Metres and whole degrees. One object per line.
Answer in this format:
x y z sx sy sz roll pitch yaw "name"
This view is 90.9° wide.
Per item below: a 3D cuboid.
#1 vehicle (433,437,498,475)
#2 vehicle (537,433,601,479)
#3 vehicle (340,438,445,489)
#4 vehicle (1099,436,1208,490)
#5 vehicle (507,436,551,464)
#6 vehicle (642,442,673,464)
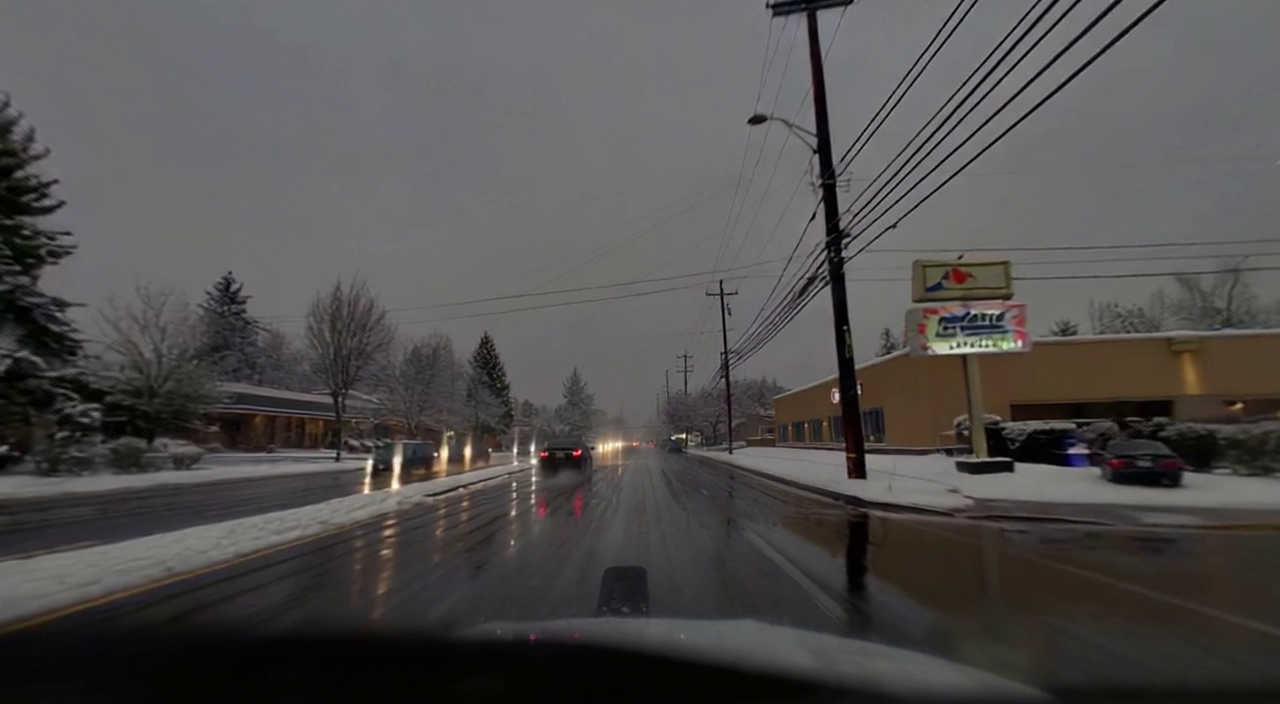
-7.969 4.773 29.153 1.795 1.607 4.059 0 -8 1 "vehicle"
-2.754 4.165 25.405 2.047 1.664 4.148 0 -8 1 "vehicle"
-7.834 3.544 20.366 1.760 1.487 3.890 0 -8 1 "vehicle"
16.486 3.538 20.529 2.080 1.530 5.079 -5 -10 32 "vehicle"
-7.611 6.797 43.797 2.009 1.773 4.925 0 -8 2 "vehicle"
1.218 6.896 43.224 1.978 1.455 4.195 0 -8 2 "vehicle"
